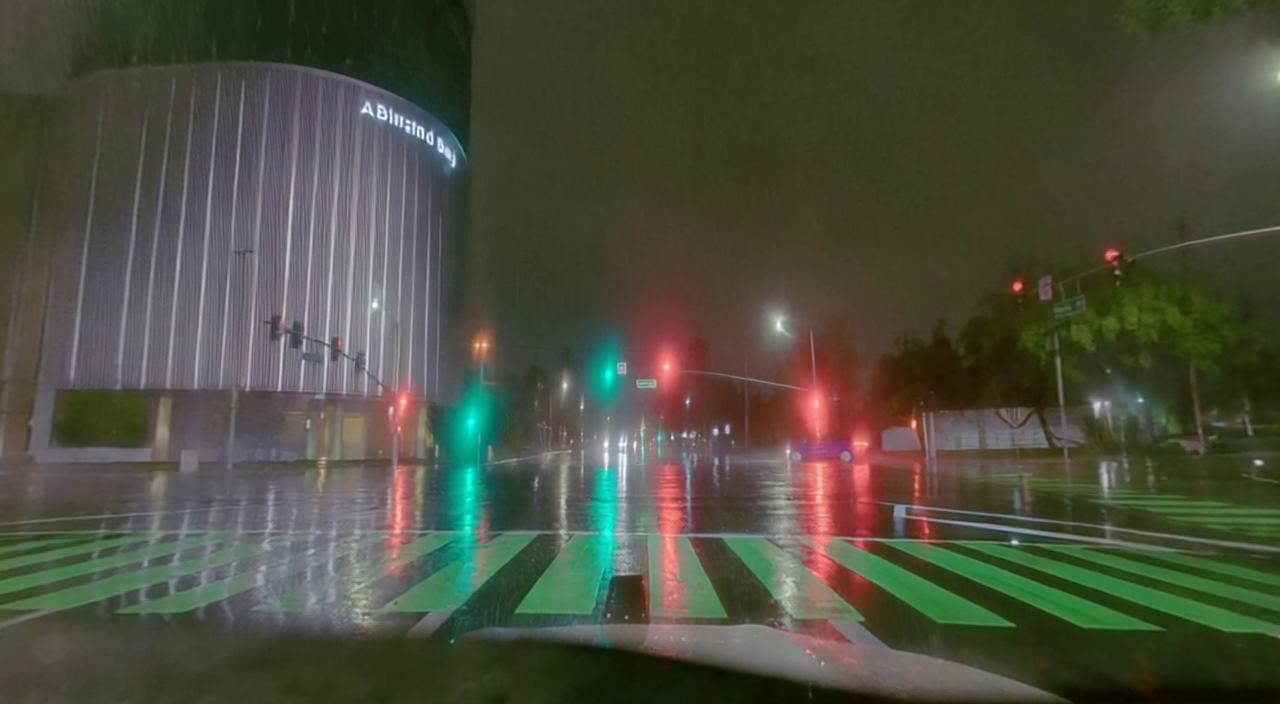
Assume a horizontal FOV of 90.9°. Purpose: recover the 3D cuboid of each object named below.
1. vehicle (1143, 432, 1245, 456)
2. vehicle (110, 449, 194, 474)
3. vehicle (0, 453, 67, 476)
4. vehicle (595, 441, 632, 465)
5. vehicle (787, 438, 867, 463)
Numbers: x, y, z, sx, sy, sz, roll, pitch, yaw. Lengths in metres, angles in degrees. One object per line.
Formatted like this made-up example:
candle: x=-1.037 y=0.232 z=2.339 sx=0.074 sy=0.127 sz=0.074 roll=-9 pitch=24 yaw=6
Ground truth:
vehicle: x=36.150 y=6.020 z=41.200 sx=4.767 sy=1.456 sz=1.858 roll=0 pitch=-8 yaw=2
vehicle: x=-33.074 y=7.408 z=42.759 sx=4.136 sy=1.661 sz=1.857 roll=0 pitch=-8 yaw=1
vehicle: x=-41.645 y=7.634 z=42.771 sx=3.698 sy=1.467 sz=1.779 roll=0 pitch=-8 yaw=1
vehicle: x=-1.835 y=6.644 z=41.753 sx=2.280 sy=1.454 sz=4.836 roll=1 pitch=-8 yaw=-4
vehicle: x=11.659 y=6.174 z=39.548 sx=4.529 sy=1.457 sz=1.981 roll=-2 pitch=-9 yaw=9
